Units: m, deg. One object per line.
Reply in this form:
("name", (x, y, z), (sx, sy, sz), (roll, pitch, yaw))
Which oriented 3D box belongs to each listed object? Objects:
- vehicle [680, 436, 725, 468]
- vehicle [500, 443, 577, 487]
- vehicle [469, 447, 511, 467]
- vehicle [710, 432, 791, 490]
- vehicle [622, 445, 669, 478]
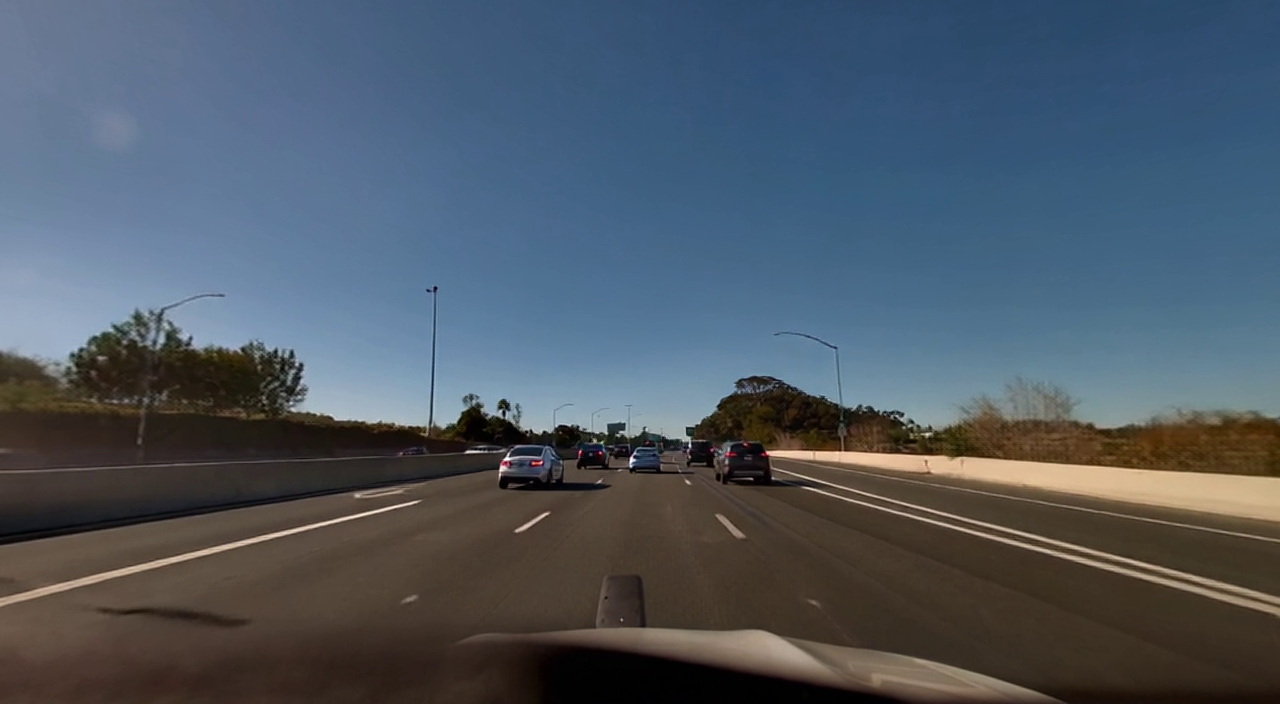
("vehicle", (4.524, 7.467, 47.061), (2.802, 2.151, 6.579), (0, -9, 1))
("vehicle", (-3.708, 4.196, 23.755), (1.996, 1.488, 4.451), (0, -9, 2))
("vehicle", (-11.832, 8.278, 49.913), (2.042, 1.526, 4.580), (0, -9, 3))
("vehicle", (3.653, 3.709, 21.699), (2.045, 1.768, 4.249), (0, -9, 0))
("vehicle", (0.276, 5.183, 30.074), (2.071, 1.478, 4.130), (0, -9, 1))
